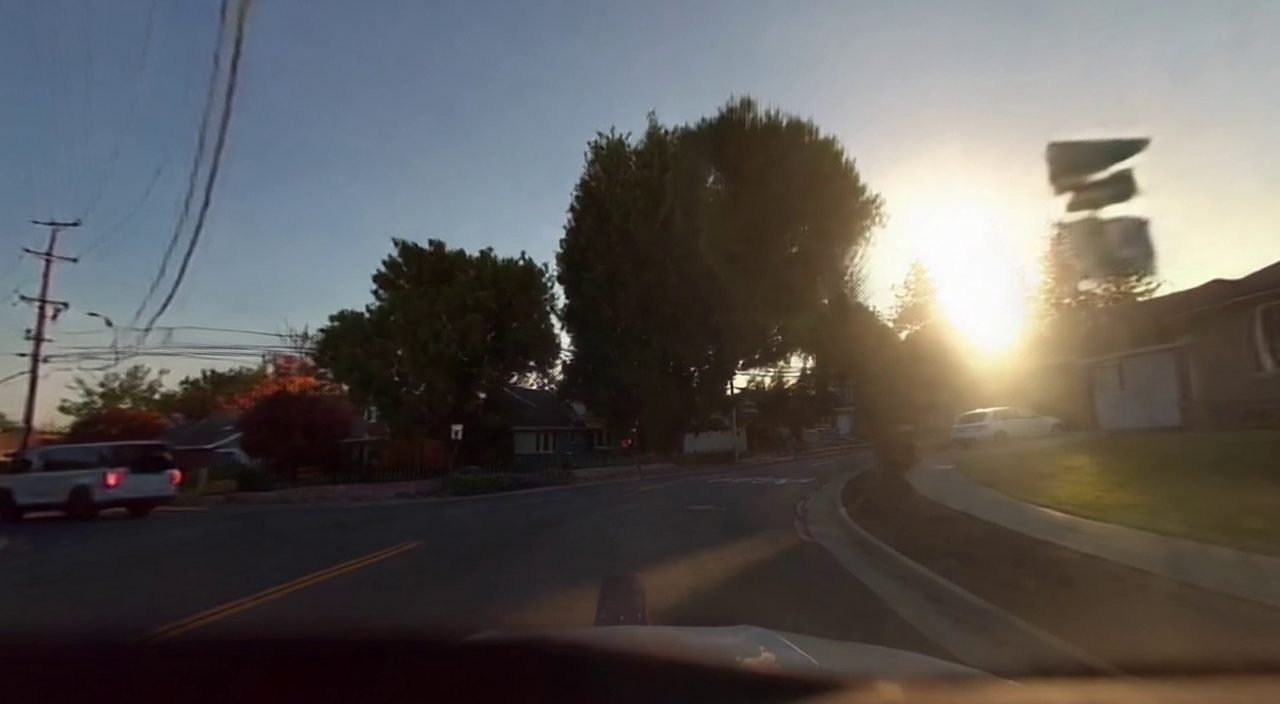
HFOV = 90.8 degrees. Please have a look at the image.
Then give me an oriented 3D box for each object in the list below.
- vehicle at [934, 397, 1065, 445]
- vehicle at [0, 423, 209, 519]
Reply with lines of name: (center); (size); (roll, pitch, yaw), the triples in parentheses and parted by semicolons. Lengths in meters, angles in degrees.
vehicle: (17.403, 3.462, 30.770); (2.056, 2.014, 5.011); (8, -13, -43)
vehicle: (-20.049, 4.242, 22.987); (7.559, 3.058, 2.929); (-3, -9, 18)
